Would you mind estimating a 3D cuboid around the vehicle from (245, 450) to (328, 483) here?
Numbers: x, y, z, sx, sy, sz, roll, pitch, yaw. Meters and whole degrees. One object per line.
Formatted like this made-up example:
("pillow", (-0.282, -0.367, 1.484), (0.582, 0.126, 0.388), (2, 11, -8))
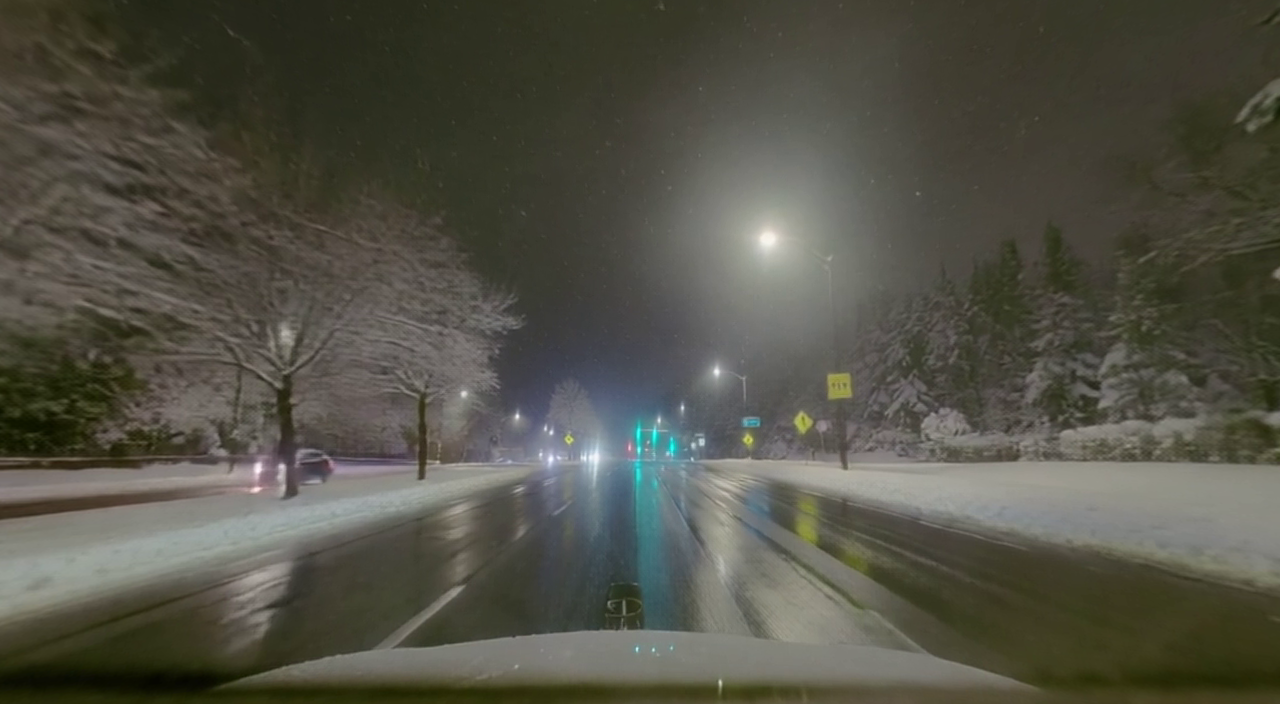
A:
("vehicle", (-19.121, 6.175, 34.400), (1.875, 1.588, 4.490), (0, -8, 1))
